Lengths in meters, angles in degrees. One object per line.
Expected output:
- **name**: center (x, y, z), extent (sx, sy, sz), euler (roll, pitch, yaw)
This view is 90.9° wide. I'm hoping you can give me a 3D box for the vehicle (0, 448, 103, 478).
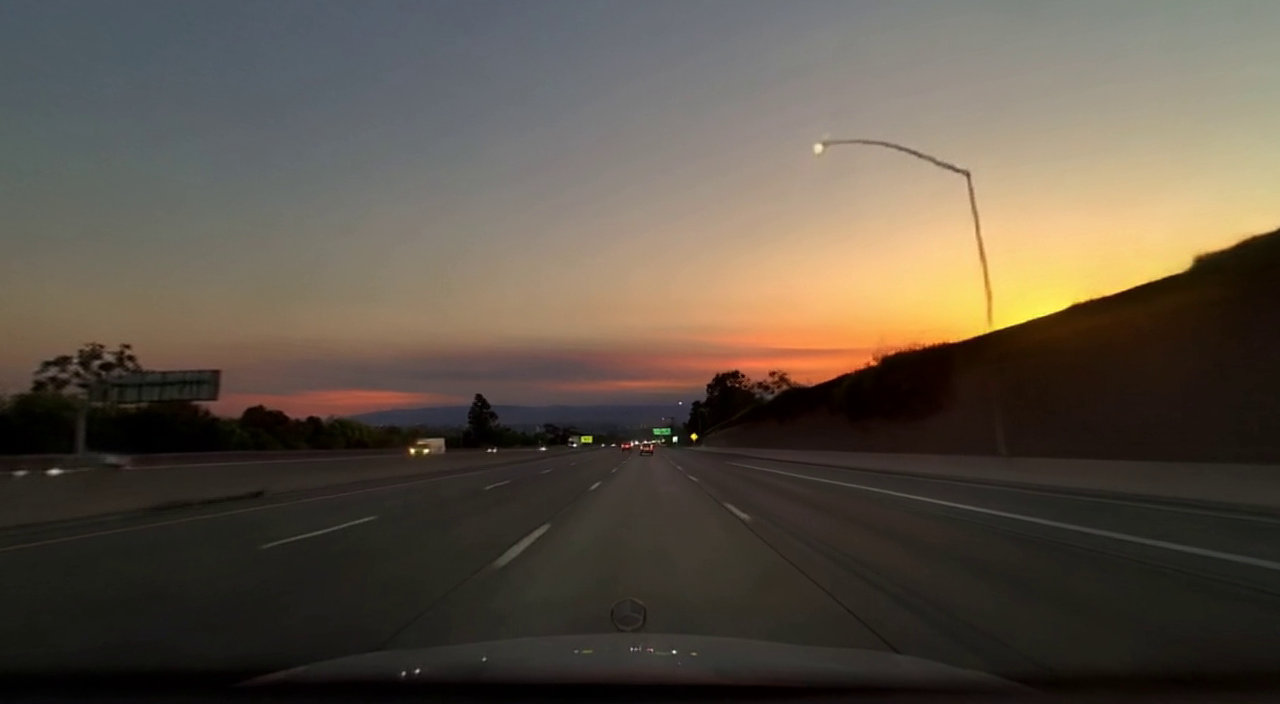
- **vehicle**: center (-34.155, 6.365, 36.379), extent (2.015, 1.583, 4.829), euler (-1, -8, 1)
